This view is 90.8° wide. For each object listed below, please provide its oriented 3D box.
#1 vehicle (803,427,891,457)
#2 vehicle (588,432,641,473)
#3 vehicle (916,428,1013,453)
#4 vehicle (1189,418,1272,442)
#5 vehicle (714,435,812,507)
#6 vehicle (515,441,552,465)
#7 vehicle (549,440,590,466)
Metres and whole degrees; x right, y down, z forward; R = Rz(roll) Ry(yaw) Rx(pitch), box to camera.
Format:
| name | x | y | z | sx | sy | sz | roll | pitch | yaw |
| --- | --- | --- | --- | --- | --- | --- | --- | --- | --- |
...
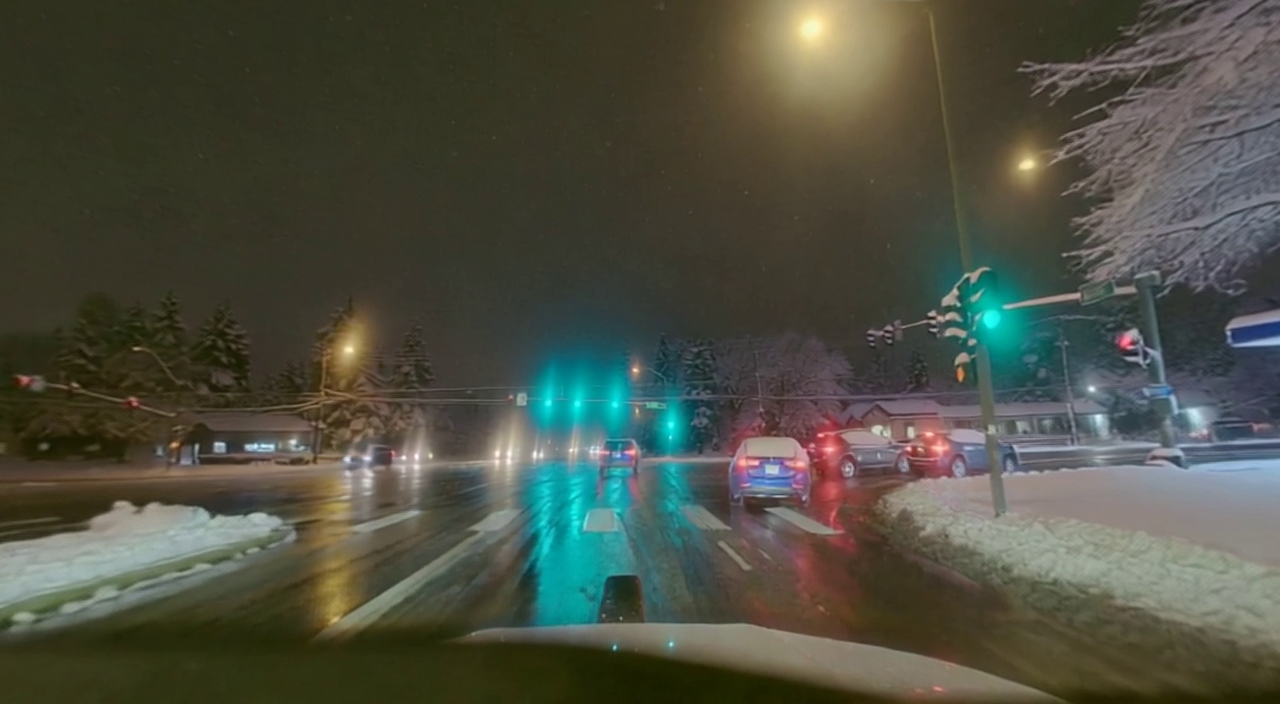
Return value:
| name | x | y | z | sx | sy | sz | roll | pitch | yaw |
| --- | --- | --- | --- | --- | --- | --- | --- | --- | --- |
| vehicle | 12.167 | 5.323 | 37.276 | 4.524 | 1.681 | 1.823 | 0 | -8 | -3 |
| vehicle | -1.098 | 4.539 | 28.734 | 2.210 | 1.722 | 4.215 | 0 | -8 | -1 |
| vehicle | 19.049 | 5.213 | 37.250 | 4.700 | 1.417 | 1.789 | 0 | -8 | -1 |
| vehicle | 40.701 | 5.421 | 43.592 | 3.923 | 1.619 | 1.817 | 0 | -8 | -2 |
| vehicle | 3.146 | 2.814 | 15.482 | 1.976 | 1.462 | 4.342 | -2 | -9 | 15 |
| vehicle | -7.833 | 7.455 | 46.787 | 2.018 | 1.692 | 4.226 | 0 | -8 | 0 |
| vehicle | -4.220 | 6.155 | 38.587 | 2.003 | 1.492 | 4.291 | 0 | -8 | 0 |
